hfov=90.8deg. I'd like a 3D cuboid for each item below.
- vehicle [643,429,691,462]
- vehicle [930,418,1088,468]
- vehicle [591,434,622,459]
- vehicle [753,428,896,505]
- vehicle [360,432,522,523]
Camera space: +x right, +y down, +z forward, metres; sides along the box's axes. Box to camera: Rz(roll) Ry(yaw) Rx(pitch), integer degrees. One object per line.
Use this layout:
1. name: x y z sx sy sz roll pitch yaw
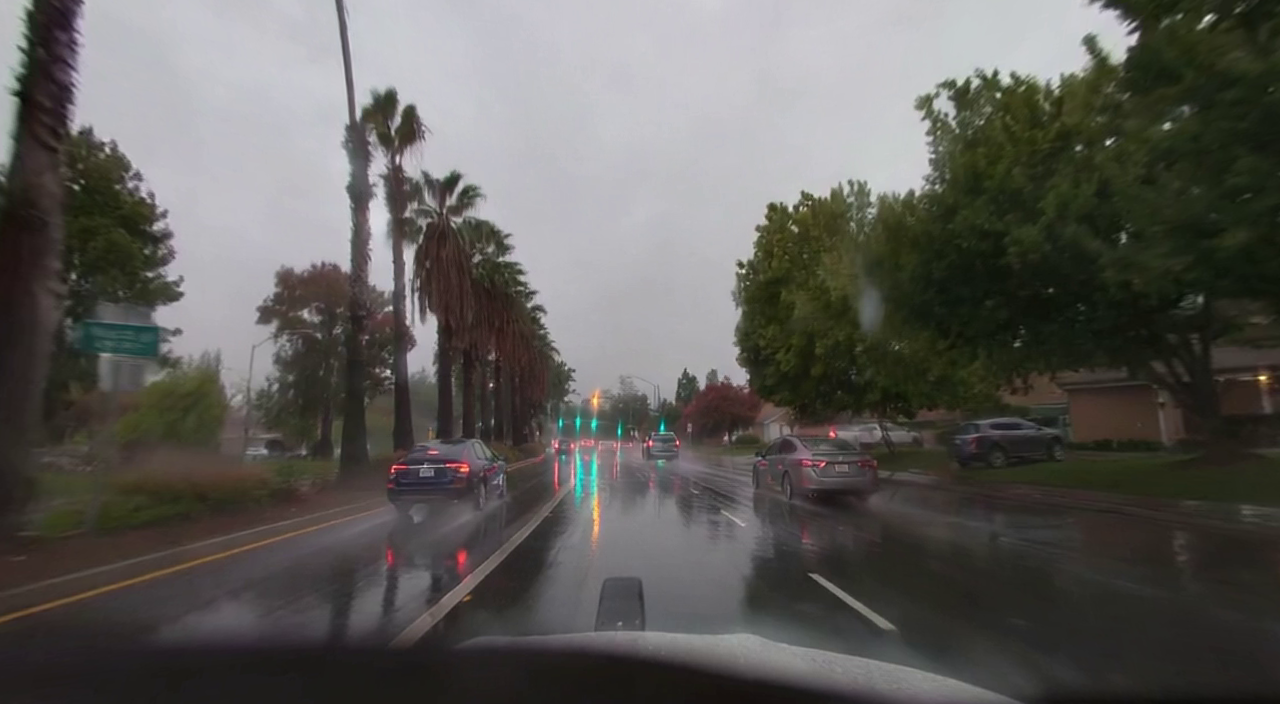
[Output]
1. vehicle: 1.620 6.000 40.524 2.391 1.960 5.600 1 -8 -5
2. vehicle: 13.028 3.223 22.518 4.408 1.673 1.969 0 -8 -4
3. vehicle: -2.652 7.321 48.975 2.164 1.867 4.254 1 -8 -5
4. vehicle: 3.980 2.541 14.442 1.870 1.491 4.009 0 -8 -3
5. vehicle: -3.670 2.370 12.549 1.924 1.473 4.200 0 -8 -1
